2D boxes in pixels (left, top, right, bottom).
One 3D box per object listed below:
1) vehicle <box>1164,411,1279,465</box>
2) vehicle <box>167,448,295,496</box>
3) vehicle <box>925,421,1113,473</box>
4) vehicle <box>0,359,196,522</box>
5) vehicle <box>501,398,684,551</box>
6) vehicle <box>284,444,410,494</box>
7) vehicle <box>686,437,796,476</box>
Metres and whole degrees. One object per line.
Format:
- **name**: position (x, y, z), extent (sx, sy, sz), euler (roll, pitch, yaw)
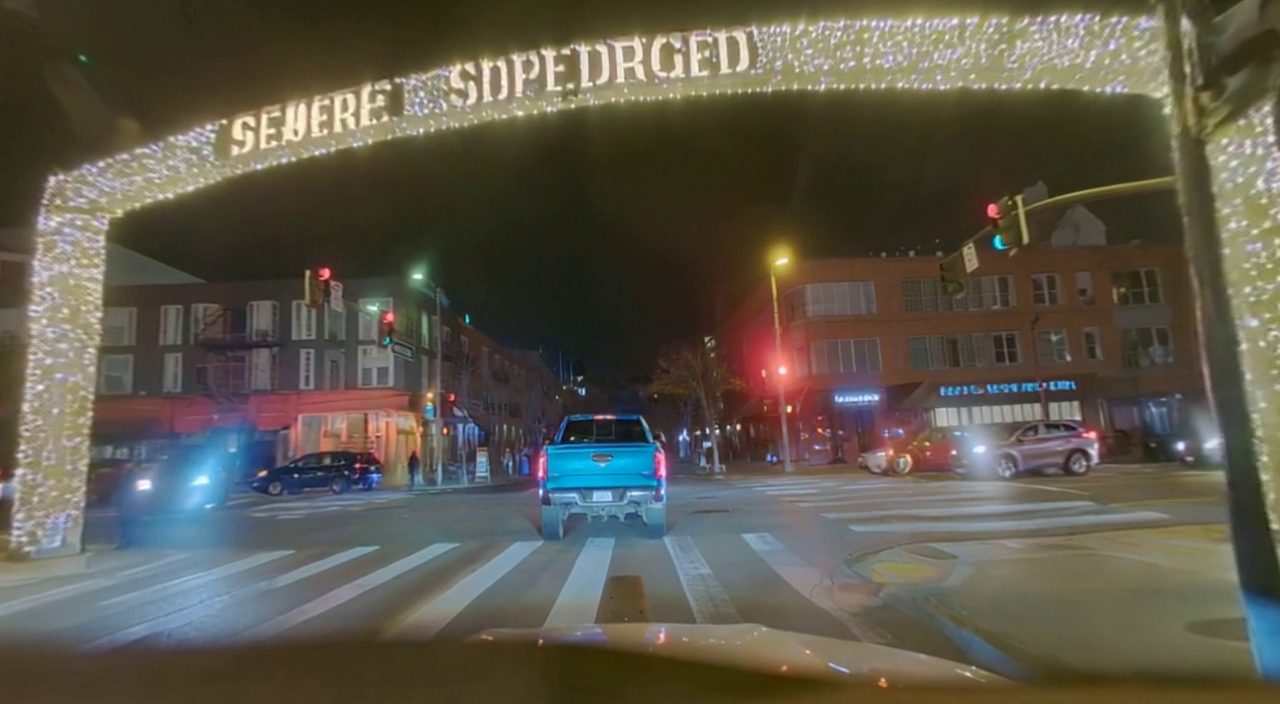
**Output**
- **vehicle**: position (19.276, 2.681, 19.534), extent (4.390, 1.552, 1.925), euler (1, -8, -4)
- **vehicle**: position (-18.625, 5.464, 28.839), extent (4.398, 2.057, 1.959), euler (0, -8, -1)
- **vehicle**: position (11.580, 2.928, 19.504), extent (4.600, 1.506, 1.878), euler (0, -8, -1)
- **vehicle**: position (-22.252, 2.772, 19.880), extent (13.729, 4.662, 3.300), euler (0, -8, 0)
- **vehicle**: position (-0.990, 2.062, 11.378), extent (2.477, 2.020, 5.534), euler (1, -9, -8)
- **vehicle**: position (-13.289, 5.318, 28.753), extent (4.799, 1.909, 2.011), euler (-3, -7, 2)
- **vehicle**: position (4.267, 4.506, 27.269), extent (4.515, 1.583, 1.920), euler (-1, -8, 3)
